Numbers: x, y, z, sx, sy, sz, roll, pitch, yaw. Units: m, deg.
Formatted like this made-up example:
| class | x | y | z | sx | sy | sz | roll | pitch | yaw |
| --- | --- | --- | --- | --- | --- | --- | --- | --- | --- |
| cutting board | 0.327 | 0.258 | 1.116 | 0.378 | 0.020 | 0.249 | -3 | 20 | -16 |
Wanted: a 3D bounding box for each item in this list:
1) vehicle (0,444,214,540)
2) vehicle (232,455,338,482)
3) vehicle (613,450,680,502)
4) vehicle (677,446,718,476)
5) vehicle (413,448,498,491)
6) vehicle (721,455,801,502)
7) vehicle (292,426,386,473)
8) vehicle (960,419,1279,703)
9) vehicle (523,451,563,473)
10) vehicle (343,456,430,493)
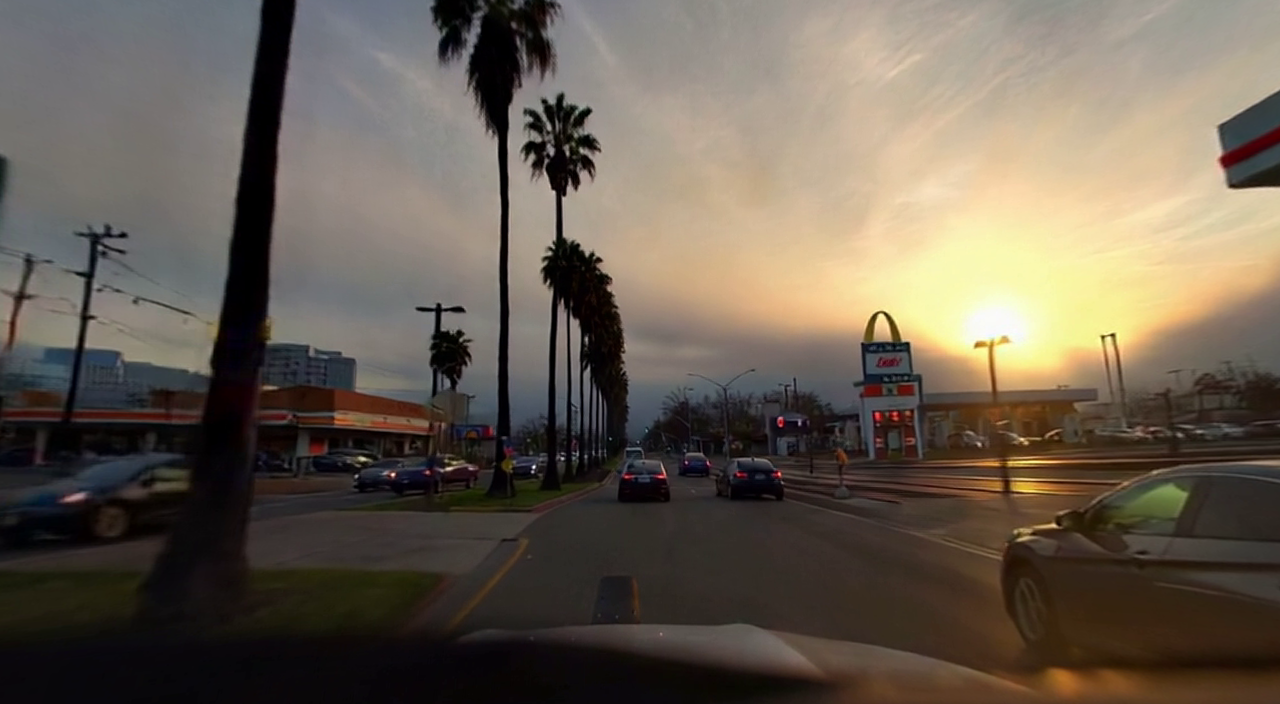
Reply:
| class | x | y | z | sx | sy | sz | roll | pitch | yaw |
| --- | --- | --- | --- | --- | --- | --- | --- | --- | --- |
| vehicle | -12.069 | 2.955 | 13.923 | 2.006 | 1.737 | 4.537 | -1 | -9 | 3 |
| vehicle | -20.412 | 6.715 | 36.474 | 4.858 | 1.489 | 2.147 | -1 | -10 | 5 |
| vehicle | 0.172 | 4.077 | 21.140 | 2.021 | 1.550 | 4.090 | 0 | -9 | -1 |
| vehicle | 3.783 | 7.293 | 42.343 | 2.299 | 1.803 | 5.434 | 0 | -9 | 1 |
| vehicle | -8.018 | 5.147 | 27.969 | 1.980 | 1.719 | 4.963 | -1 | -9 | 4 |
| vehicle | 4.074 | 4.309 | 21.940 | 1.889 | 1.448 | 4.262 | 0 | -9 | 0 |
| vehicle | -23.173 | 7.653 | 49.284 | 2.791 | 3.271 | 7.924 | -1 | -10 | 5 |
| vehicle | 3.576 | 1.080 | 2.929 | 1.987 | 1.474 | 4.198 | 0 | -9 | 0 |
| vehicle | -6.935 | 7.911 | 45.535 | 2.052 | 1.483 | 4.751 | -1 | -9 | 1 |
| vehicle | -11.182 | 5.410 | 28.243 | 1.908 | 1.506 | 4.397 | -1 | -9 | 2 |
